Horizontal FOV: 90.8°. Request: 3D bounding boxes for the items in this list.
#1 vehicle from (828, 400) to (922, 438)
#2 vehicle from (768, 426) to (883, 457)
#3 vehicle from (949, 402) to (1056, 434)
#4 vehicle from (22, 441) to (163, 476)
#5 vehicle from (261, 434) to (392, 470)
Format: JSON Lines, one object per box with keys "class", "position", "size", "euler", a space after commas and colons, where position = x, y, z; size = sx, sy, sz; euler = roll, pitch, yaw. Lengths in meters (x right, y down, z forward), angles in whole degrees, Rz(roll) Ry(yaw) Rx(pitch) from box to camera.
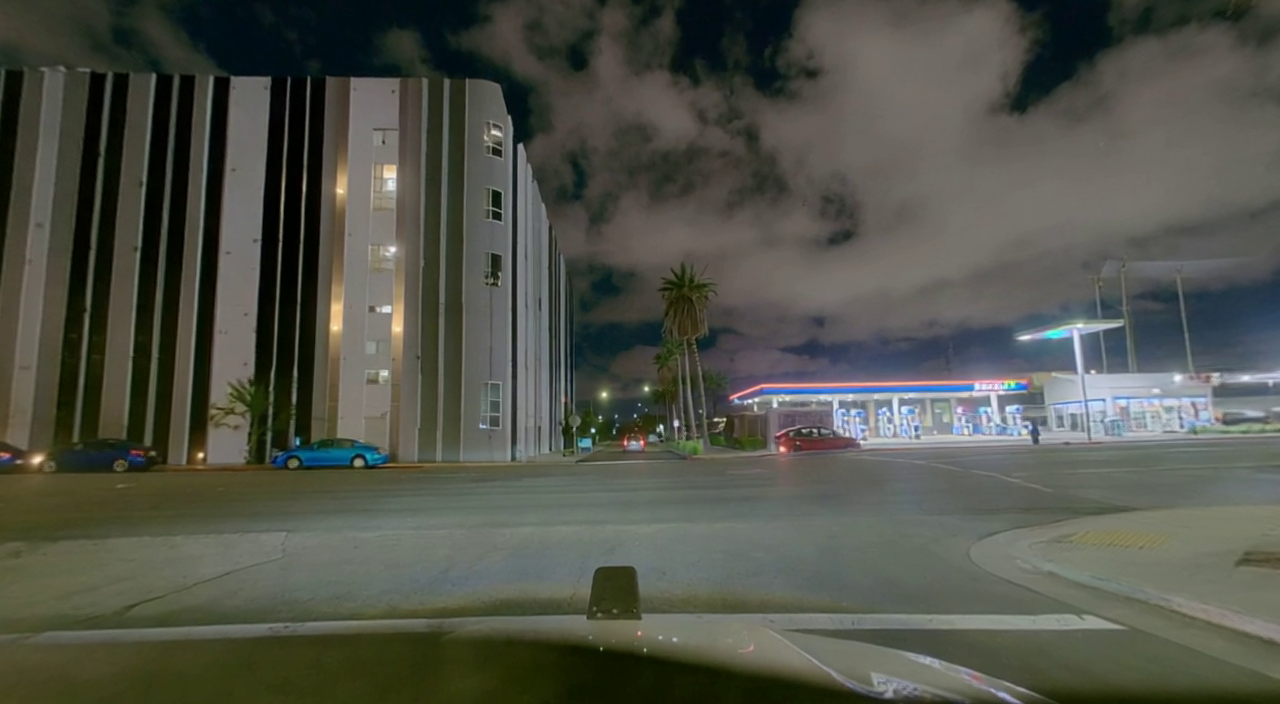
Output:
{"class": "vehicle", "position": [16.075, 4.614, 43.416], "size": [5.524, 2.504, 2.196], "euler": [0, -9, -3]}
{"class": "vehicle", "position": [8.621, 4.201, 29.586], "size": [4.782, 1.371, 1.763], "euler": [1, -9, -6]}
{"class": "vehicle", "position": [28.569, 5.238, 49.983], "size": [7.026, 2.329, 2.545], "euler": [1, -6, -4]}
{"class": "vehicle", "position": [-23.622, 4.600, 27.399], "size": [4.321, 1.430, 1.775], "euler": [0, -9, -2]}
{"class": "vehicle", "position": [-13.941, 4.466, 28.259], "size": [4.857, 1.497, 1.811], "euler": [0, -9, 2]}
